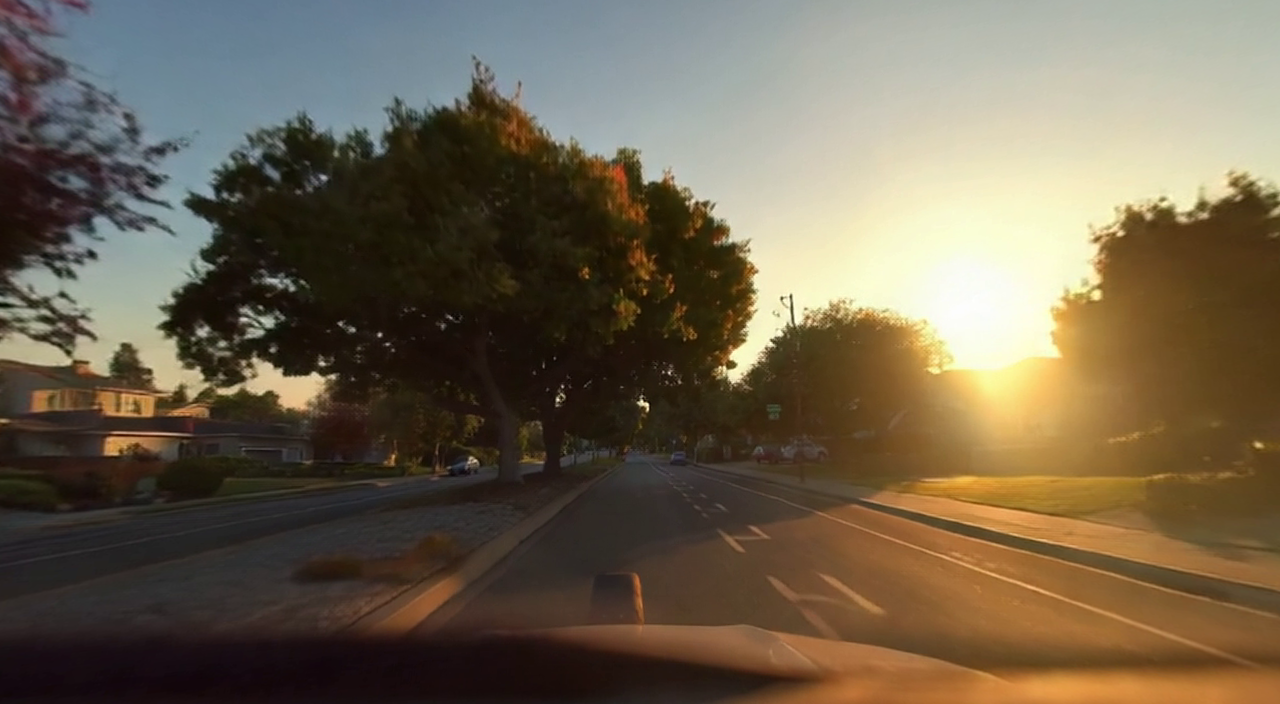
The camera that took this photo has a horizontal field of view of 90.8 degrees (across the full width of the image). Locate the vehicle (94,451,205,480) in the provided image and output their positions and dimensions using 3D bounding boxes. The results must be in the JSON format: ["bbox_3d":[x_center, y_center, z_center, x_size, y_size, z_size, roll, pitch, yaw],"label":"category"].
[{"bbox_3d":[-27.906,6.455,36.037,4.551,1.556,2.061,0,-9,-1],"label":"vehicle"}]
